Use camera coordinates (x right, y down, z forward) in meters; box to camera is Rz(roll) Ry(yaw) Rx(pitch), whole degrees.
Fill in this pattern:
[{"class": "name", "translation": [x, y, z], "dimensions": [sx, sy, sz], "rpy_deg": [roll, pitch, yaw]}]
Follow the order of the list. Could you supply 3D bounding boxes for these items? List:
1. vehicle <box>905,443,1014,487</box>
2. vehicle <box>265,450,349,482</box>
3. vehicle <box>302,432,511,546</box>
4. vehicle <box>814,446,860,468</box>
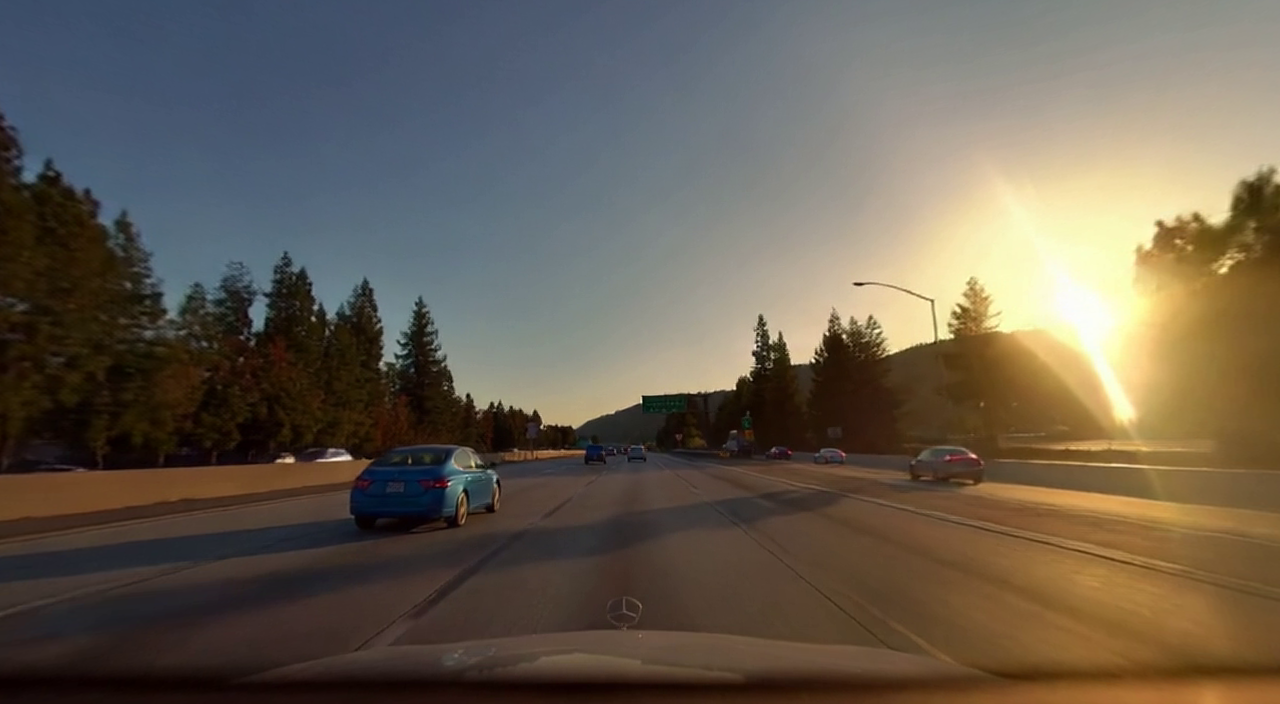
[{"class": "vehicle", "translation": [12.266, 4.362, 24.697], "dimensions": [1.940, 1.496, 4.992], "rpy_deg": [-1, -9, 4]}, {"class": "vehicle", "translation": [-21.119, 7.211, 40.390], "dimensions": [2.343, 1.886, 5.482], "rpy_deg": [0, -9, 0]}, {"class": "vehicle", "translation": [-3.667, 2.226, 10.885], "dimensions": [2.020, 1.554, 4.137], "rpy_deg": [0, -9, 0]}, {"class": "vehicle", "translation": [13.797, 7.368, 44.559], "dimensions": [1.873, 1.463, 4.937], "rpy_deg": [0, -9, 2]}]
